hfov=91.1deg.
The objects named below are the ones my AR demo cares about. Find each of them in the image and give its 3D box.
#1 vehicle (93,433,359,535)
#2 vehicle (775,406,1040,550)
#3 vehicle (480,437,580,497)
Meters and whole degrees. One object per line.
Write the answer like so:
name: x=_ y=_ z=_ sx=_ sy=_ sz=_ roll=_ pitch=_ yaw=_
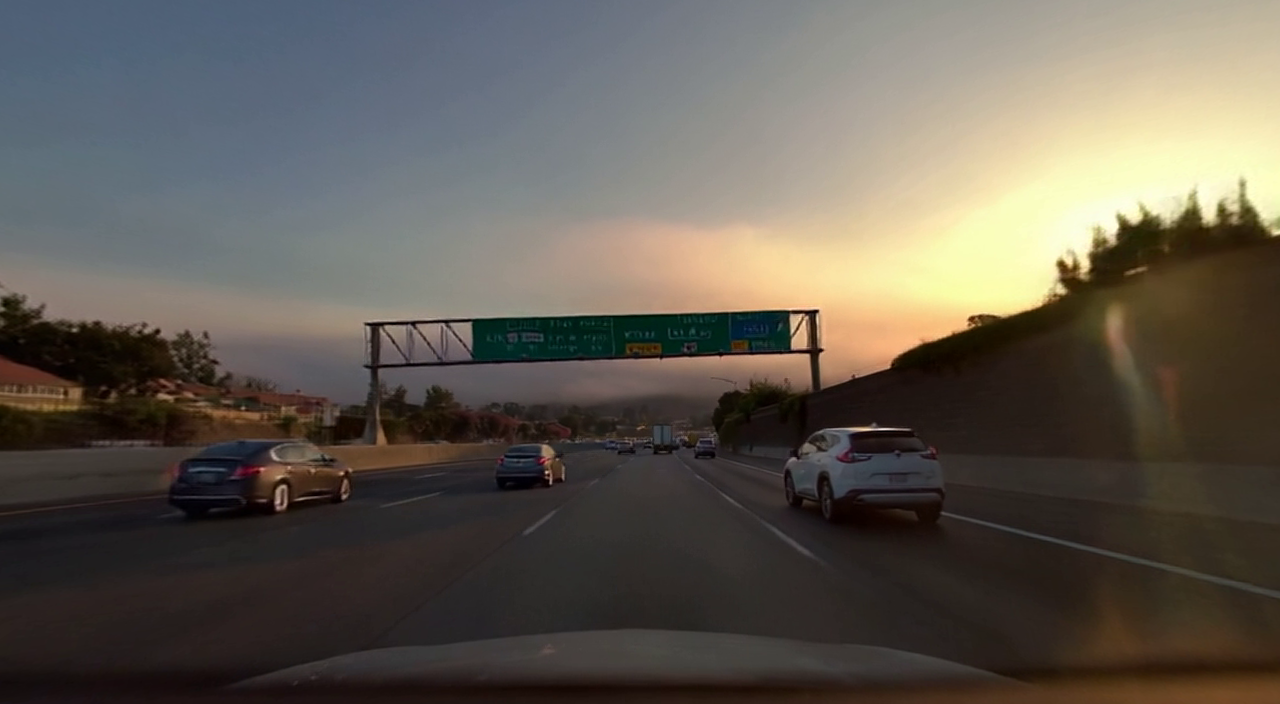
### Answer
vehicle: x=-7.041 y=2.258 z=11.354 sx=1.909 sy=1.482 sz=4.140 roll=0 pitch=-8 yaw=1
vehicle: x=3.733 y=1.867 z=9.965 sx=2.108 sy=1.709 sz=4.703 roll=0 pitch=-9 yaw=0
vehicle: x=-2.954 y=3.191 z=17.819 sx=1.947 sy=1.479 sz=4.114 roll=-1 pitch=-8 yaw=2
